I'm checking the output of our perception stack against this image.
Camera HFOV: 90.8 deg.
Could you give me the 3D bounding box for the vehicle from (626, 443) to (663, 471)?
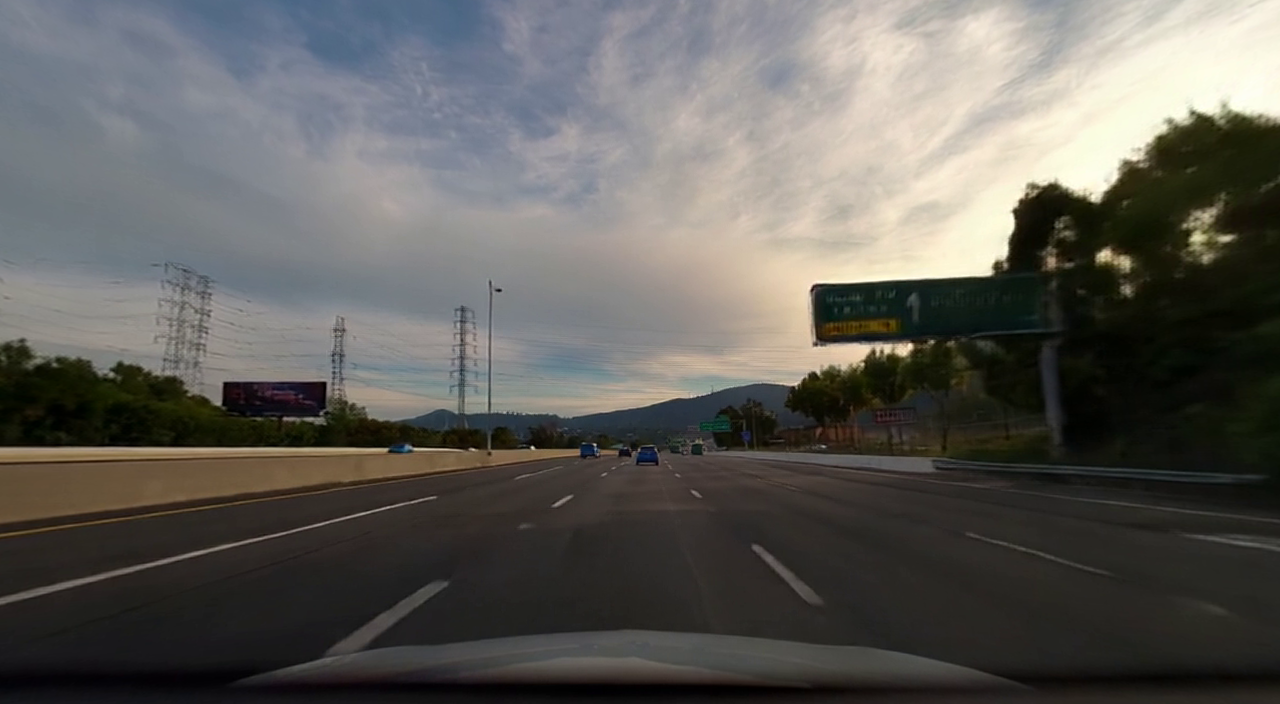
[{"bbox_3d":[0.280,6.304,37.960,2.074,1.574,3.971,0,-9,1],"label":"vehicle"}]
